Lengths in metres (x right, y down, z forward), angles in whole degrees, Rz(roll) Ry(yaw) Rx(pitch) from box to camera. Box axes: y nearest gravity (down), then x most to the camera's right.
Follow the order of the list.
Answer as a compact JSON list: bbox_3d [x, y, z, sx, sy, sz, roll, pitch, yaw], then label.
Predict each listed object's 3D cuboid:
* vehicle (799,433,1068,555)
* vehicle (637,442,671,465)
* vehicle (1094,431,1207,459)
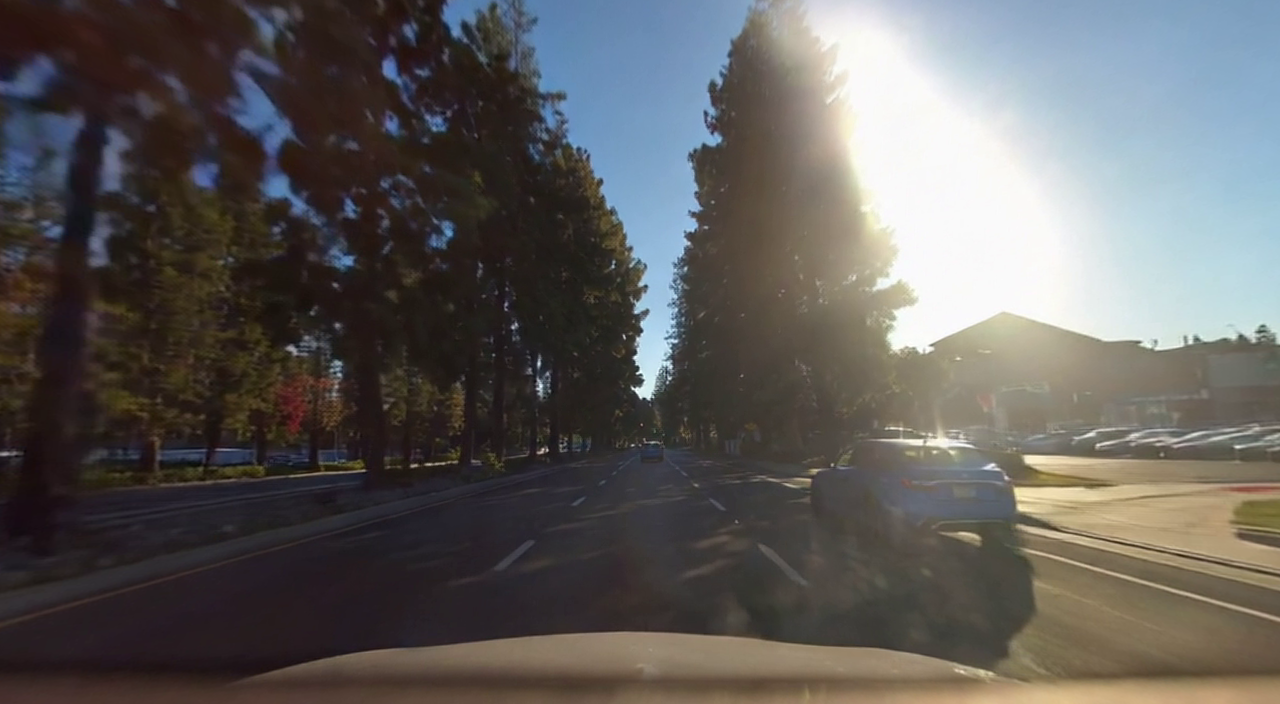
[{"bbox_3d":[4.211,2.099,10.080,2.053,1.482,4.568,0,-9,-1],"label":"vehicle"},{"bbox_3d":[0.916,6.806,42.227,2.144,1.505,4.128,0,-9,0],"label":"vehicle"},{"bbox_3d":[27.673,5.063,34.128,4.440,1.475,1.906,0,-9,0],"label":"vehicle"}]
